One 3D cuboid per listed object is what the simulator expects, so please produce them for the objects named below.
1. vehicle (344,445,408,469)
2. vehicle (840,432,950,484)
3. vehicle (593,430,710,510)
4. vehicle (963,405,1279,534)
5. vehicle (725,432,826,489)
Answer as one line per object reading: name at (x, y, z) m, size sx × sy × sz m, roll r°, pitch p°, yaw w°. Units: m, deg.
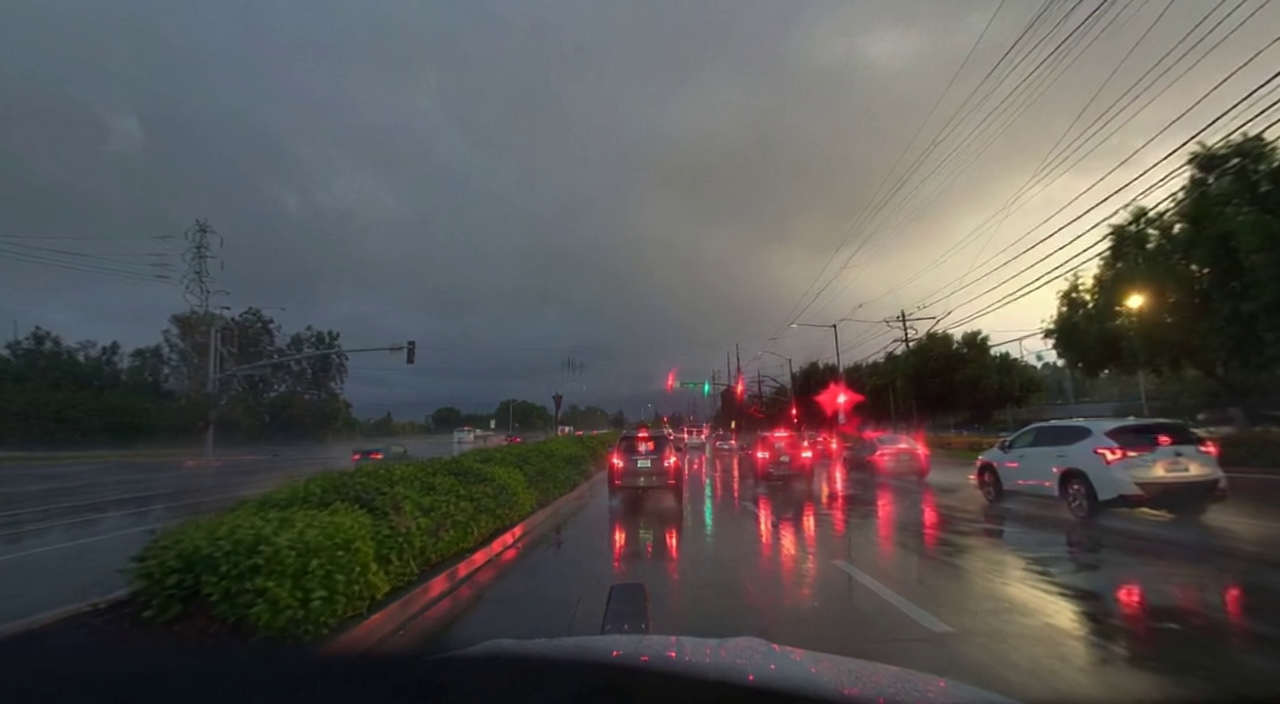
vehicle at (-16.596, 6.610, 39.801) m, size 1.986 × 1.404 × 4.177 m, roll -1°, pitch -9°, yaw 4°
vehicle at (8.187, 3.445, 20.753) m, size 1.905 × 1.483 × 4.469 m, roll -1°, pitch -9°, yaw 2°
vehicle at (0.252, 2.562, 14.133) m, size 2.208 × 1.498 × 4.401 m, roll 0°, pitch -9°, yaw 1°
vehicle at (8.292, 2.034, 11.454) m, size 2.195 × 1.802 × 5.051 m, roll 0°, pitch -9°, yaw 1°
vehicle at (3.885, 3.201, 18.905) m, size 2.028 × 1.454 × 4.531 m, roll 0°, pitch -9°, yaw 0°
